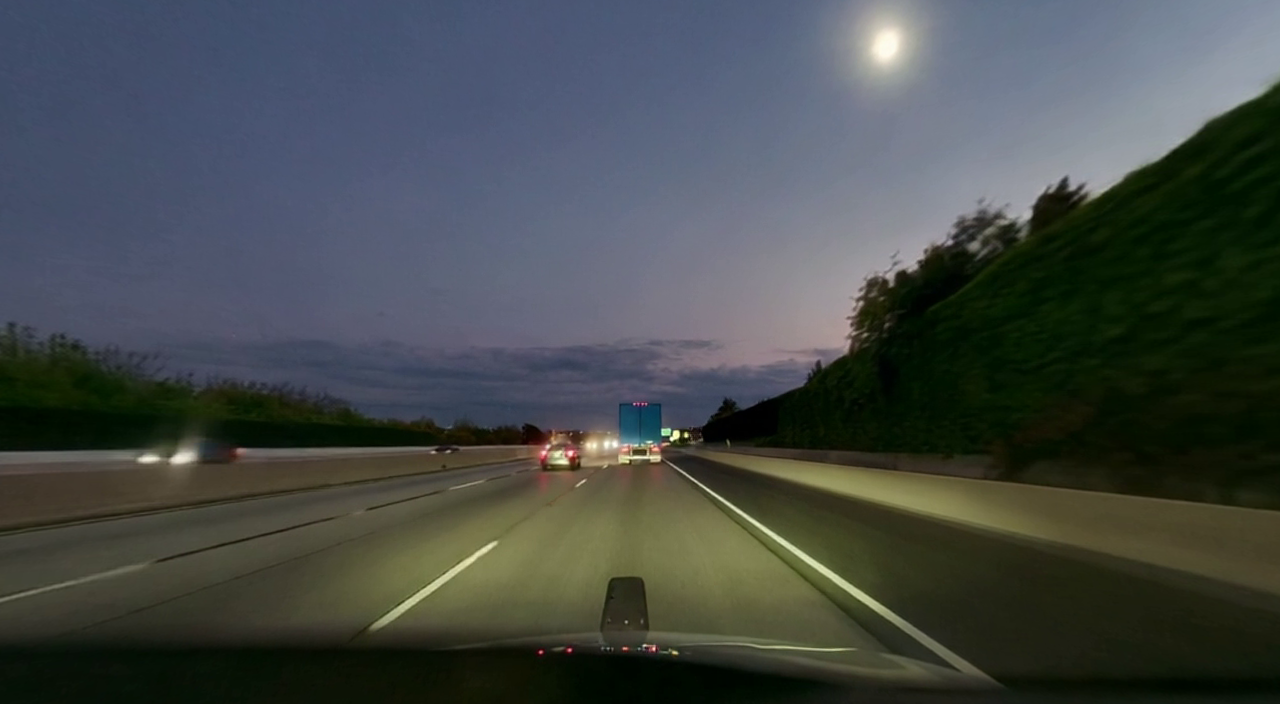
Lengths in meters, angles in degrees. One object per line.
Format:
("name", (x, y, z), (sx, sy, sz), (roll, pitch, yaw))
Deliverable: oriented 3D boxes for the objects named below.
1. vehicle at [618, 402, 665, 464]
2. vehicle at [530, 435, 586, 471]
("vehicle", (0.023, 6.421, 49.059), (3.078, 4.031, 16.069), (0, -8, 0))
("vehicle", (-4.049, 5.099, 32.021), (2.186, 1.716, 4.672), (0, -8, 1))
